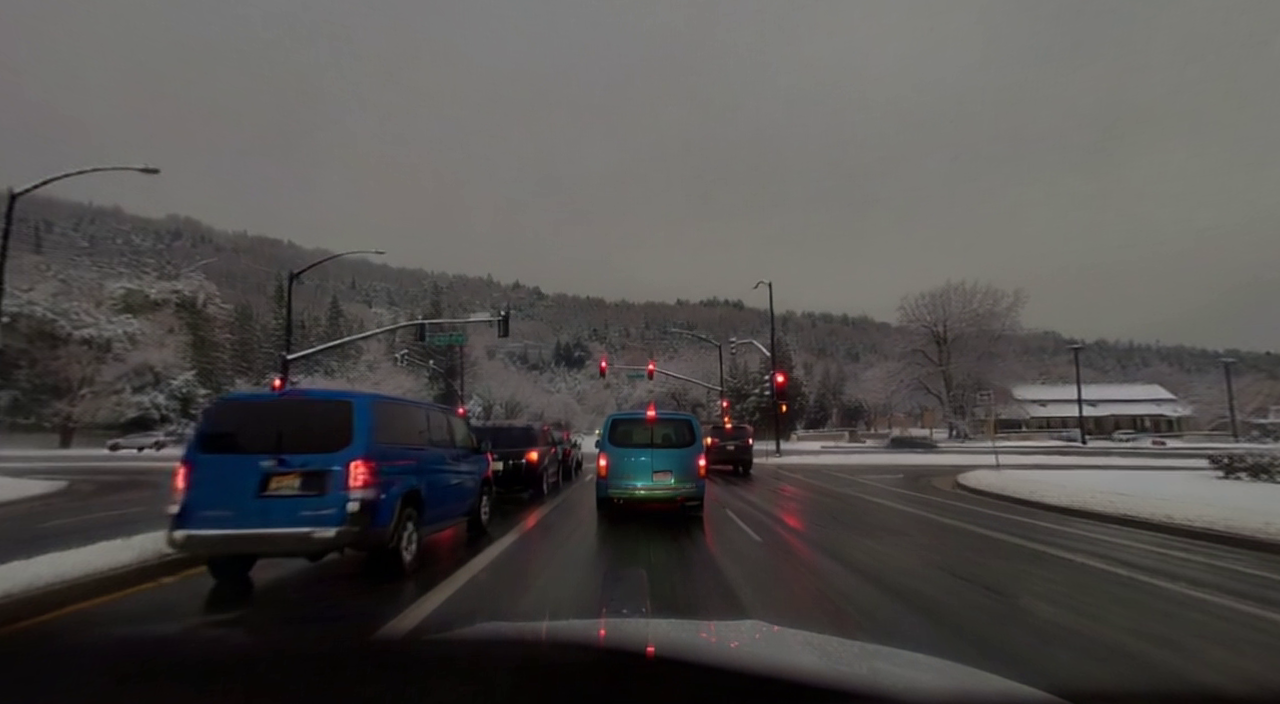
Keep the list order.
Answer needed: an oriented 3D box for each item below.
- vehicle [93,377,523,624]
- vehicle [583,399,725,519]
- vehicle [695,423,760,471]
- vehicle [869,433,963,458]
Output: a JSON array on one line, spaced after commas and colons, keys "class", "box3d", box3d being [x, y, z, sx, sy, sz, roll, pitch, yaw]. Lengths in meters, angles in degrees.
[{"class": "vehicle", "box3d": [-2.849, 1.413, 6.932, 2.131, 1.783, 4.540, 0, -8, 2]}, {"class": "vehicle", "box3d": [0.220, 1.970, 11.966, 2.185, 1.822, 4.391, 0, -8, 0]}, {"class": "vehicle", "box3d": [3.180, 3.549, 23.614, 1.817, 1.662, 3.843, 0, -8, -1]}, {"class": "vehicle", "box3d": [16.263, 5.525, 37.245, 4.696, 1.461, 1.810, 0, -8, -1]}]
